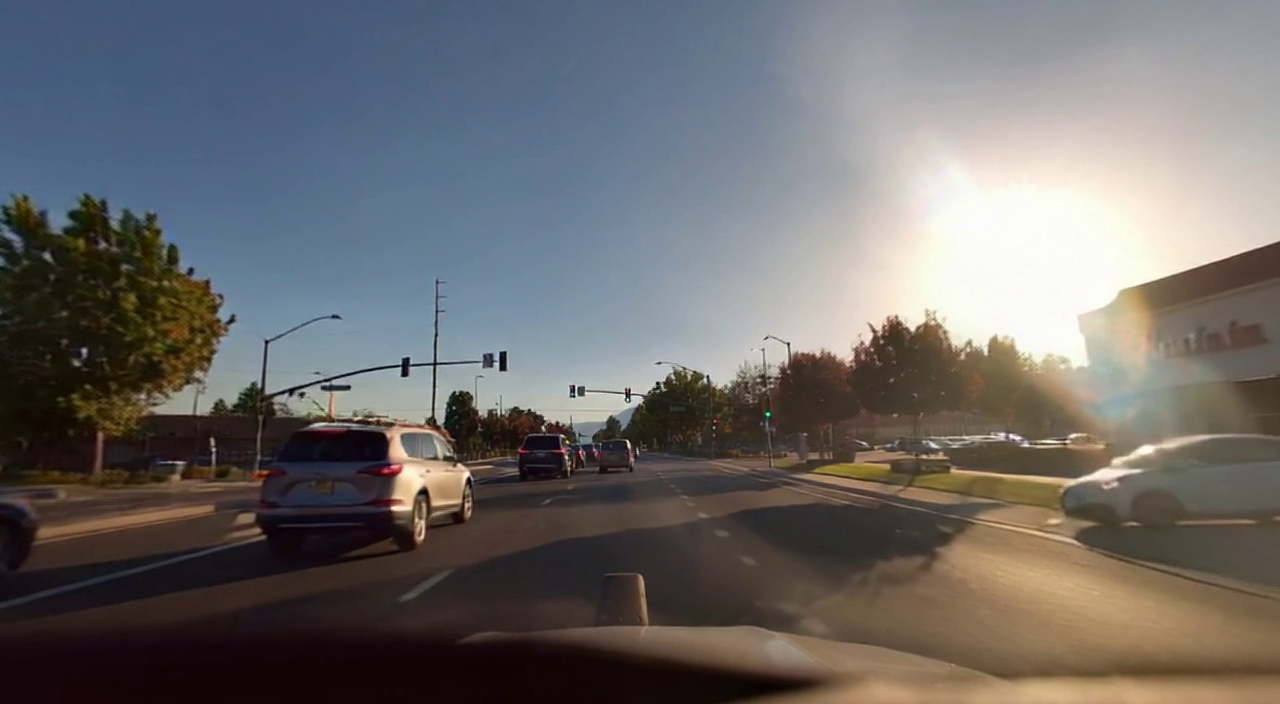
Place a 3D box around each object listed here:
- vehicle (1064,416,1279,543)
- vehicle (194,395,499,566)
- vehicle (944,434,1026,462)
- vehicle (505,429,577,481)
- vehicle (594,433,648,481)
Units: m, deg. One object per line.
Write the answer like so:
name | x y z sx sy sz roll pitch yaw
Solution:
vehicle | 9.807 1.953 10.161 4.734 1.726 2.039 1 -9 -10
vehicle | -3.803 1.791 9.522 2.159 1.877 4.925 0 -8 1
vehicle | 26.662 7.424 48.956 5.039 1.877 2.076 -3 -8 -1
vehicle | -4.112 4.408 27.409 2.252 1.999 5.605 0 -8 0
vehicle | -0.773 4.325 26.303 2.061 1.809 4.141 0 -8 -1
